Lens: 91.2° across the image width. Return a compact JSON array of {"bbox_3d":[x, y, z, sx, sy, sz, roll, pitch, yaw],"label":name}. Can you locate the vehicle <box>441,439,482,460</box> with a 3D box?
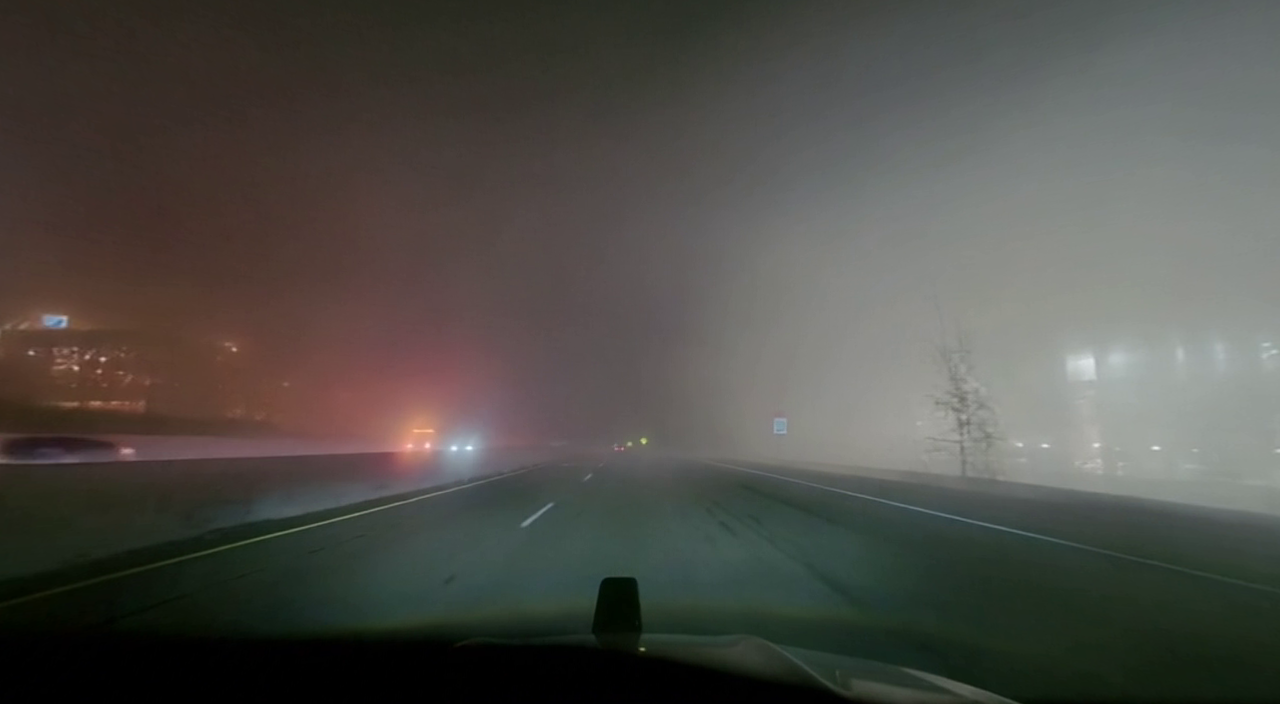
[{"bbox_3d":[-13.460,7.431,47.600,1.863,1.521,4.277,0,-9,0],"label":"vehicle"}]

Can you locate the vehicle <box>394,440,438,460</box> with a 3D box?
[{"bbox_3d":[-17.543,7.711,49.261,1.893,1.503,4.324,0,-9,-1],"label":"vehicle"}]

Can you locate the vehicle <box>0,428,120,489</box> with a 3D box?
[{"bbox_3d":[-16.812,2.831,16.723,1.933,1.510,4.591,0,-9,-1],"label":"vehicle"}]
